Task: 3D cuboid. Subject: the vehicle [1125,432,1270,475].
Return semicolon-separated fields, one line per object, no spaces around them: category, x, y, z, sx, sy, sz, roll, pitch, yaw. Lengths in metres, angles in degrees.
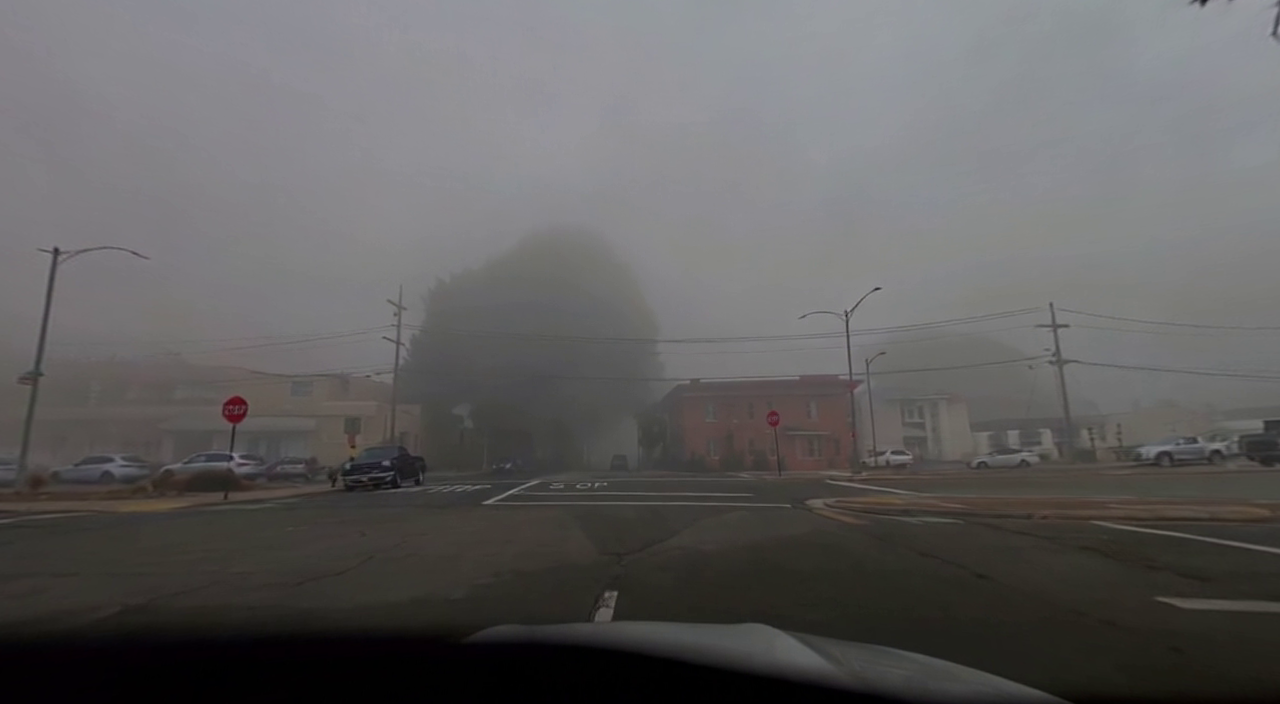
vehicle;28.152;5.088;31.948;5.277;2.032;2.408;1;-7;-5

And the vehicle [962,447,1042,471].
vehicle;24.420;7.219;42.600;4.323;1.507;1.896;1;-8;-5

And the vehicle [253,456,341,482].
vehicle;-21.182;7.222;39.087;4.277;1.527;1.987;0;-8;-4

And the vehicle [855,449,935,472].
vehicle;16.972;7.221;42.039;4.528;1.458;1.939;1;-7;-6

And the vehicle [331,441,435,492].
vehicle;-9.270;4.182;23.264;2.156;1.620;4.945;0;-9;-5

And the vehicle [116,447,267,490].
vehicle;-18.458;4.757;26.186;2.010;1.583;4.582;-6;-10;33
